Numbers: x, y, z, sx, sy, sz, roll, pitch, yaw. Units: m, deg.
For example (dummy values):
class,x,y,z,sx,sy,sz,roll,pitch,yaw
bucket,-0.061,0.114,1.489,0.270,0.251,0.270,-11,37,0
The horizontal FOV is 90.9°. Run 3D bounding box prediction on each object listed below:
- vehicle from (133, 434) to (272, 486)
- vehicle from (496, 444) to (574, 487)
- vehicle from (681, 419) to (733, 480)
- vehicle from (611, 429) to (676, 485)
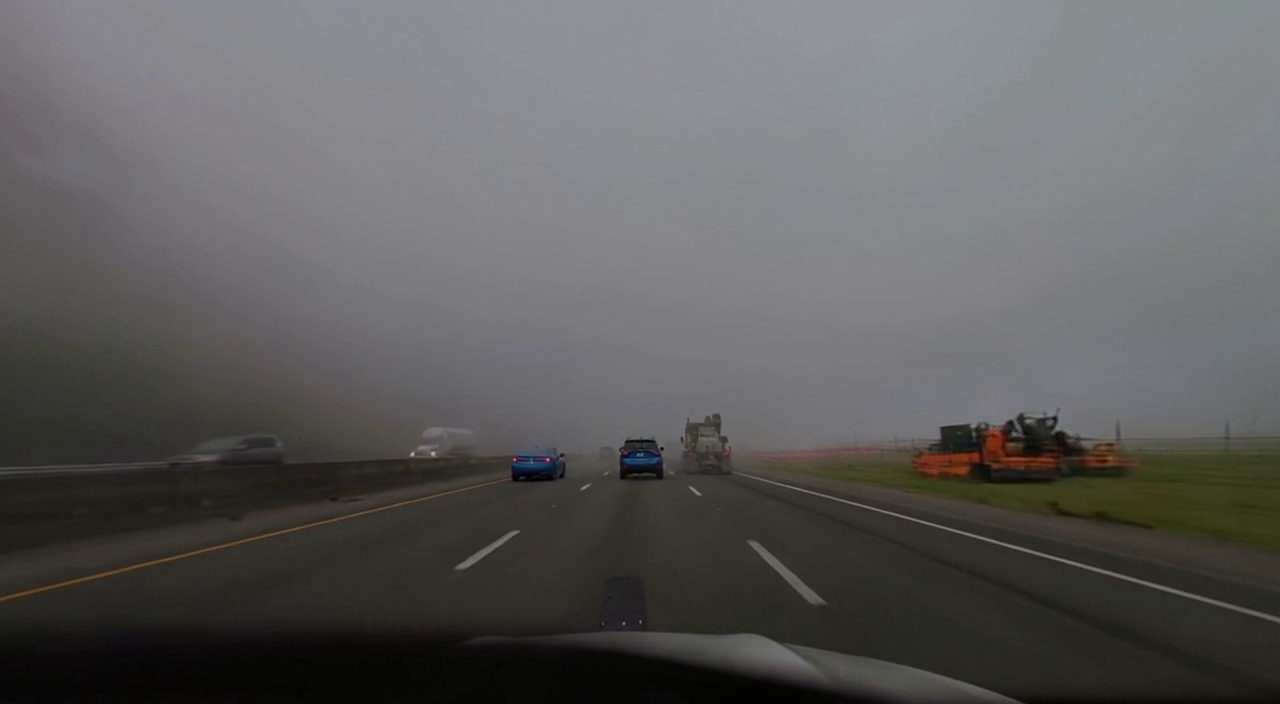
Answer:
class,x,y,z,sx,sy,sz,roll,pitch,yaw
vehicle,-17.616,4.351,25.787,1.992,1.886,5.013,0,-8,1
vehicle,-3.872,4.247,23.980,2.096,1.469,4.319,0,-8,2
vehicle,4.533,6.869,44.751,2.793,3.828,9.580,0,-9,1
vehicle,0.133,4.089,24.868,2.308,1.993,4.631,0,-8,1
